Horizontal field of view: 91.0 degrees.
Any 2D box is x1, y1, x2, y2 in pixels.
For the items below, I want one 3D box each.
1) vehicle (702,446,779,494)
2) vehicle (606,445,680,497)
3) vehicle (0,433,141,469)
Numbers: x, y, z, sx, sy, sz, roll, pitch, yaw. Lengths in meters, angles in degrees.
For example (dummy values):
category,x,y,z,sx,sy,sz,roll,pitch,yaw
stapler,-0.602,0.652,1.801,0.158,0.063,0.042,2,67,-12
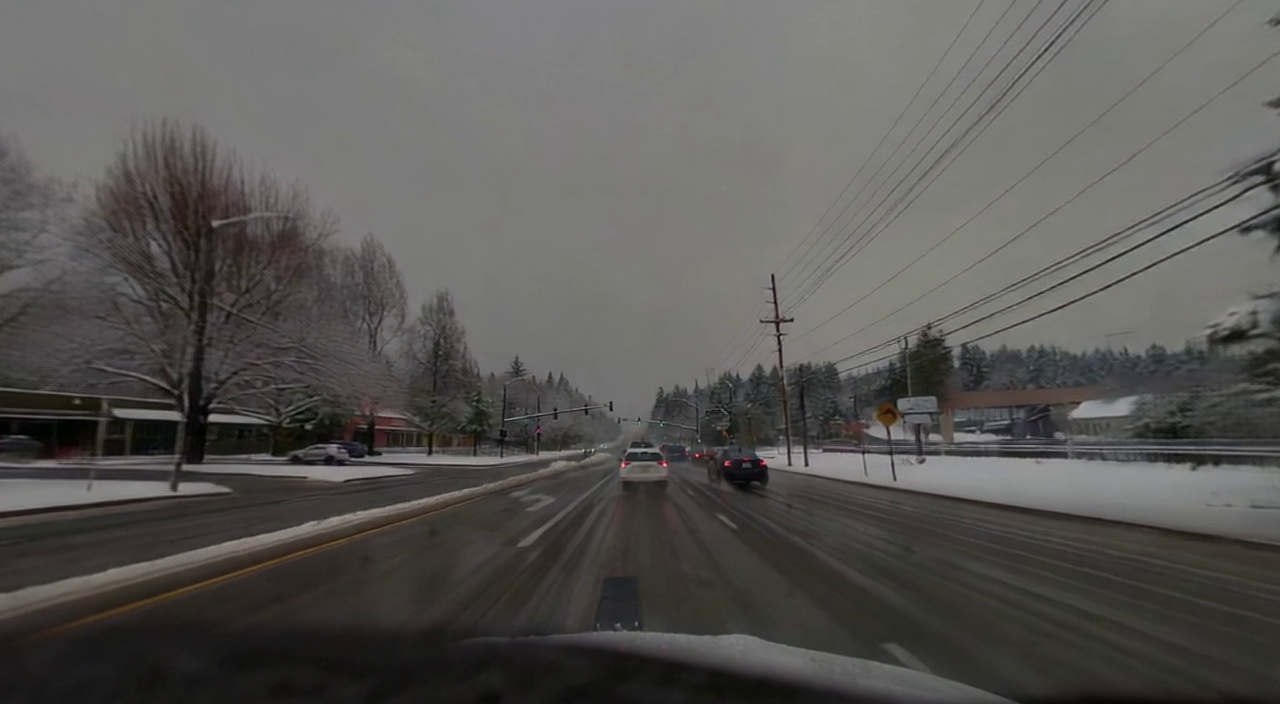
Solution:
category,x,y,z,sx,sy,sz,roll,pitch,yaw
vehicle,3.399,4.072,22.140,1.985,1.489,4.036,0,-9,-1
vehicle,0.027,3.764,20.330,2.144,1.473,4.028,0,-9,-1
vehicle,-34.766,5.973,38.196,6.282,2.011,3.033,0,-8,-3
